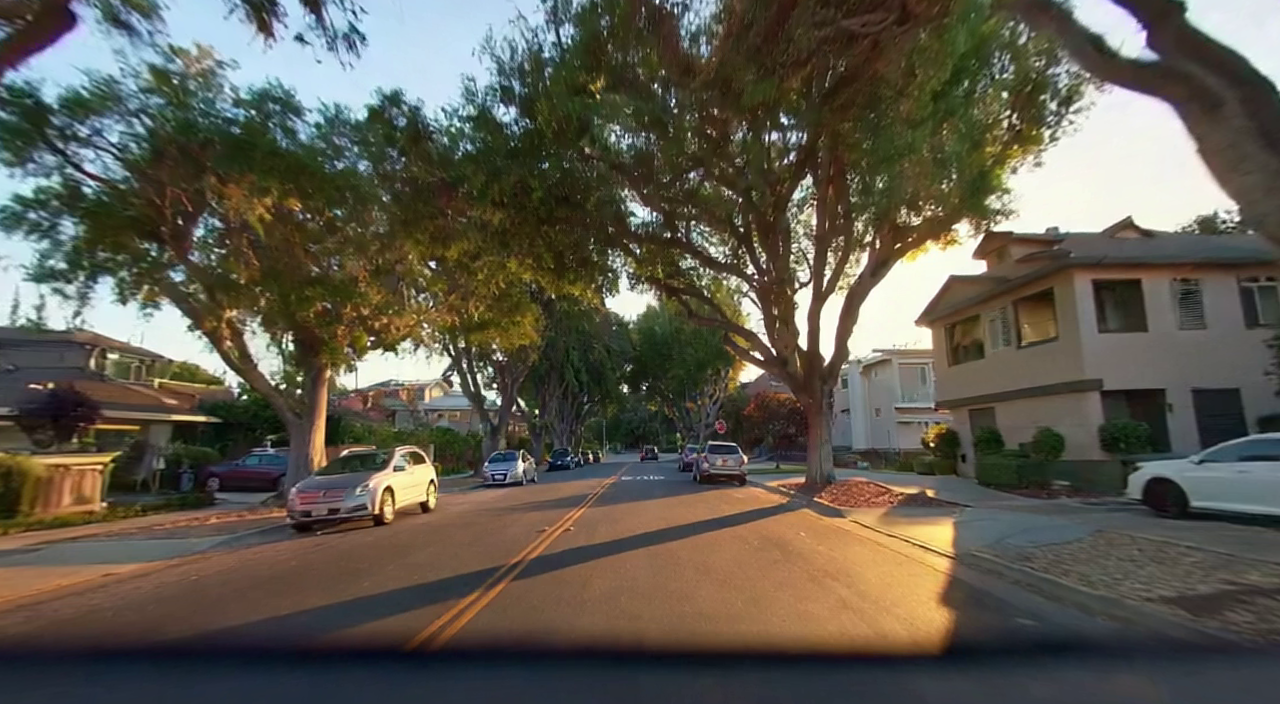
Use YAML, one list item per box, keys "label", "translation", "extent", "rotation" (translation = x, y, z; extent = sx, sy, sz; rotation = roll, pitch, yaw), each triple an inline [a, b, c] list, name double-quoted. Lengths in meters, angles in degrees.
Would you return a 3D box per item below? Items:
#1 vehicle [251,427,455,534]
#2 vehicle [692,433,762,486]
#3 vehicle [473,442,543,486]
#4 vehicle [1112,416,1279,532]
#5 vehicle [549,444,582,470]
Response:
- label: "vehicle"
  translation: [-5.777, 2.633, 13.556]
  extent: [2.165, 1.758, 4.701]
  rotation: [-3, -9, 1]
- label: "vehicle"
  translation: [3.186, 4.043, 24.088]
  extent: [2.117, 1.807, 4.964]
  rotation: [0, -8, 2]
- label: "vehicle"
  translation: [-5.598, 4.793, 27.366]
  extent: [2.007, 1.709, 4.502]
  rotation: [0, -8, 0]
- label: "vehicle"
  translation: [9.366, 1.637, 8.518]
  extent: [2.046, 1.507, 4.665]
  rotation: [1, -8, -6]
- label: "vehicle"
  translation: [-5.177, 7.311, 44.156]
  extent: [1.955, 1.659, 4.324]
  rotation: [0, -8, -2]
